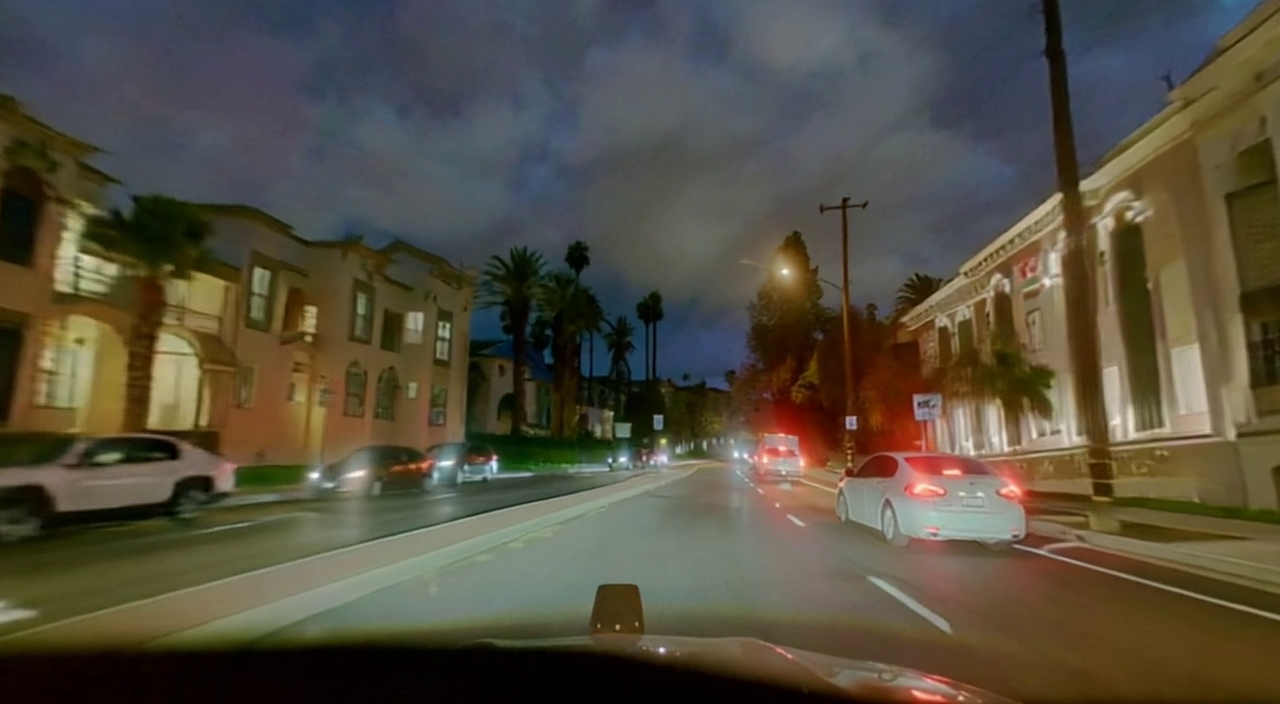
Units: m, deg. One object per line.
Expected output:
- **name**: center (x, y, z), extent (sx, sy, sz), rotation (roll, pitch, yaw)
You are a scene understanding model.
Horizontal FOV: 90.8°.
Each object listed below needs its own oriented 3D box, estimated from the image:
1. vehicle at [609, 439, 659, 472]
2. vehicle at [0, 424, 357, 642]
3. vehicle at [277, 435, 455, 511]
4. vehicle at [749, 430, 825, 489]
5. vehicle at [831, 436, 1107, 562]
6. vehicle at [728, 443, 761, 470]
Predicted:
- **vehicle**: center (-0.326, 6.717, 41.368), extent (2.069, 1.820, 4.388), rotation (-4, -7, 16)
- **vehicle**: center (-5.236, 1.537, 6.613), extent (2.081, 1.453, 4.698), rotation (-3, -6, 6)
- **vehicle**: center (-6.683, 2.958, 16.069), extent (2.023, 1.518, 4.388), rotation (-3, -7, 10)
- **vehicle**: center (5.451, 4.061, 24.076), extent (2.109, 2.002, 4.424), rotation (0, -9, 4)
- **vehicle**: center (4.876, 2.221, 10.349), extent (2.096, 1.552, 4.519), rotation (1, -9, 0)
- **vehicle**: center (6.528, 6.487, 39.381), extent (1.923, 1.576, 4.026), rotation (-1, -9, 10)
